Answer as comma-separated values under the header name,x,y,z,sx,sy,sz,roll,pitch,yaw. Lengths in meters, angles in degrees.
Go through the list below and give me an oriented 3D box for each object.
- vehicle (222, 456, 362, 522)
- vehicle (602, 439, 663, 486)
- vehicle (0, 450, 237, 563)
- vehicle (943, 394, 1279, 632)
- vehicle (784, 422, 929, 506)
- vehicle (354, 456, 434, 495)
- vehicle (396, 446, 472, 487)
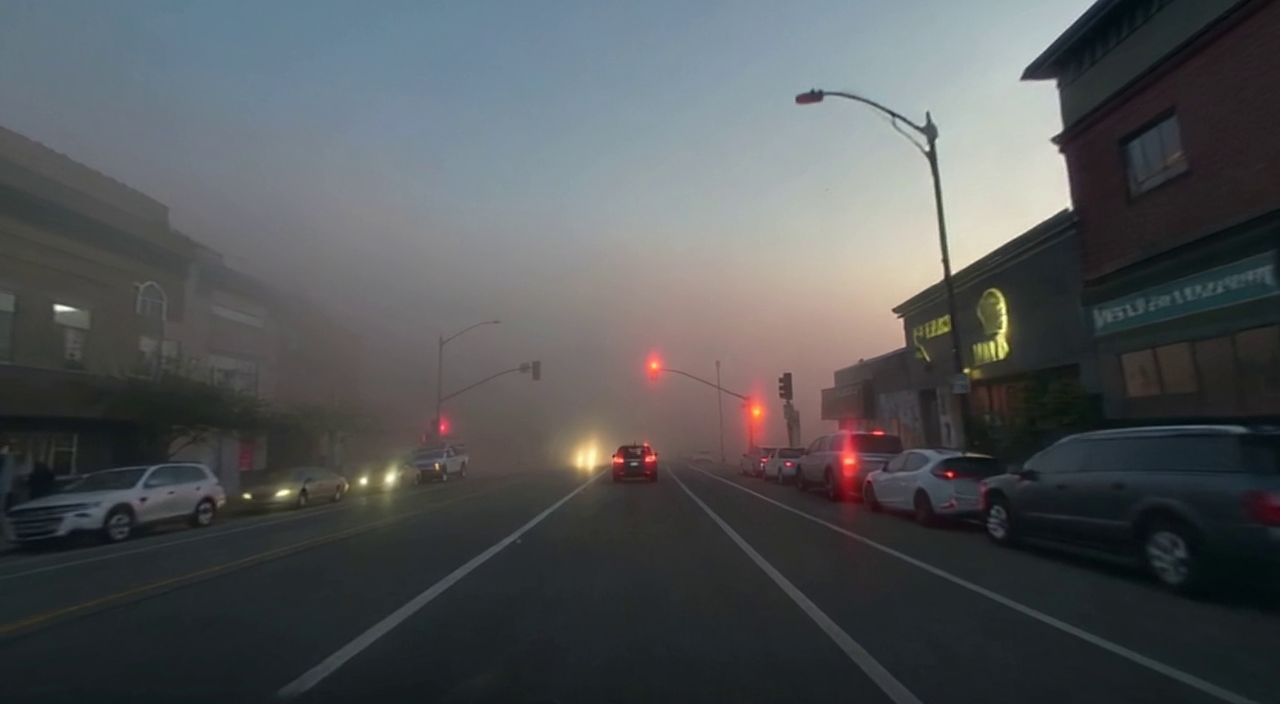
name,x,y,z,sx,sy,sz,roll,pitch,yaw
vehicle,-11.147,4.349,20.656,1.920,1.498,4.591,-5,-6,2
vehicle,-0.281,4.120,23.838,2.086,1.575,4.205,0,-8,0
vehicle,-11.362,3.240,14.066,1.872,1.731,4.656,-4,-6,-2
vehicle,5.853,1.593,7.293,1.957,1.806,5.369,0,-8,-1
vehicle,5.741,3.035,17.595,2.201,1.972,4.845,0,-8,-1
vehicle,-11.134,5.585,28.956,1.868,1.502,4.626,0,-8,-1
vehicle,-11.306,6.288,35.186,2.240,2.052,5.872,0,-8,0
